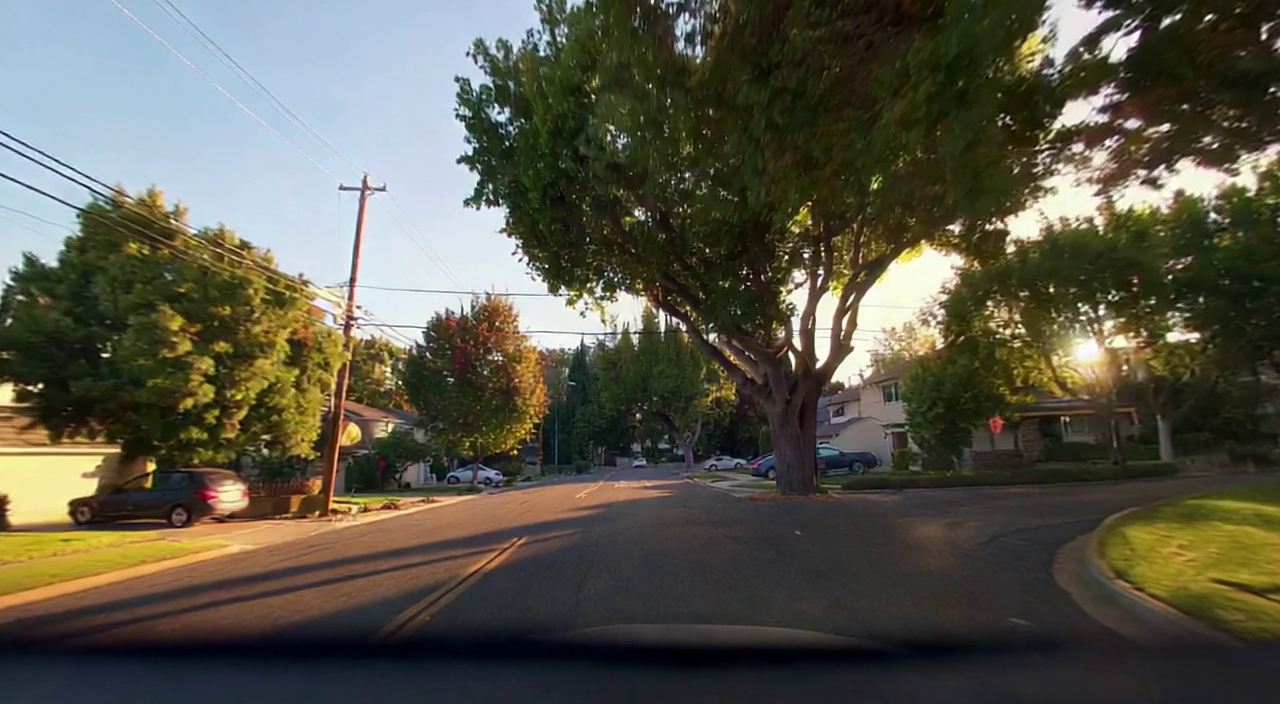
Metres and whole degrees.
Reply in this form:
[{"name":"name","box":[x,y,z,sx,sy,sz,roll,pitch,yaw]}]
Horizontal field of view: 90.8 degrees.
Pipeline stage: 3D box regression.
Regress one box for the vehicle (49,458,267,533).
[{"name":"vehicle","box":[-12.917,3.833,17.163,4.245,1.821,1.918,0,-8,-1]}]

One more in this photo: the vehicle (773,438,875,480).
[{"name":"vehicle","box":[9.292,5.422,32.153,4.557,2.012,1.917,0,-8,-3]}]

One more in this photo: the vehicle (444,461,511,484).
[{"name":"vehicle","box":[-11.801,8.816,46.034,4.243,1.598,2.003,0,-11,2]}]
